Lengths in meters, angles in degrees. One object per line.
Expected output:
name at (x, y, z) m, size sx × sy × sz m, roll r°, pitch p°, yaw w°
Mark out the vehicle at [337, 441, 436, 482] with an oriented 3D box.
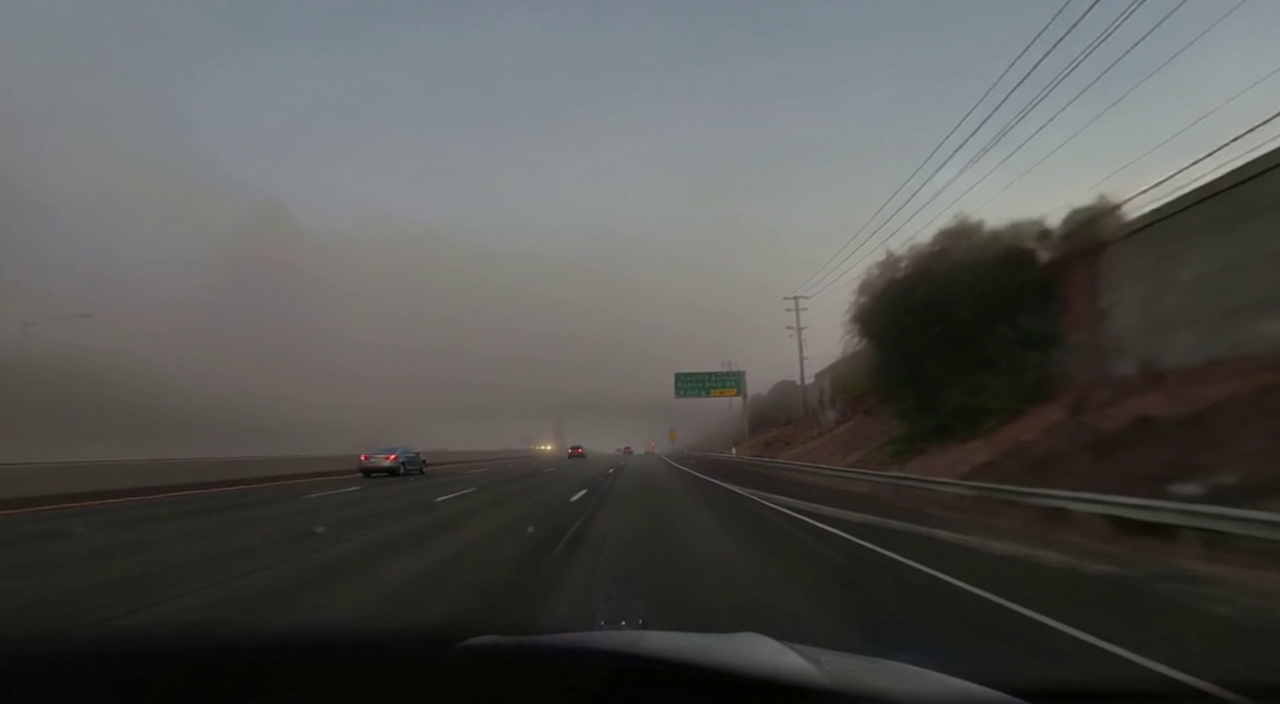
vehicle at (-10.094, 4.368, 25.546) m, size 2.056 × 1.476 × 4.562 m, roll 0°, pitch -8°, yaw 1°
